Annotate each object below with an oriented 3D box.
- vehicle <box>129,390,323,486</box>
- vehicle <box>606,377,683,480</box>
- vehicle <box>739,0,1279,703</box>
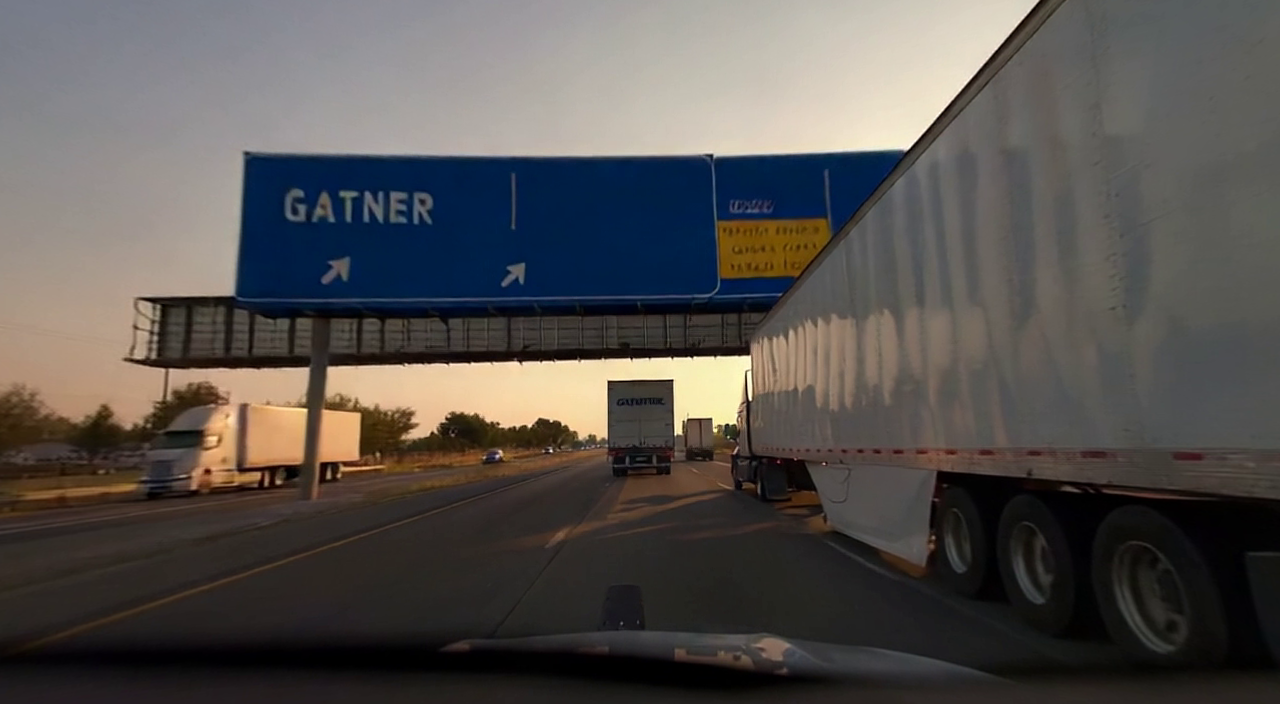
[{"bbox_3d":[-20.299,4.443,32.189,2.941,4.110,10.247,0,-9,-1],"label":"vehicle"},{"bbox_3d":[0.141,3.590,28.562,2.864,3.805,9.709,0,-9,0],"label":"vehicle"},{"bbox_3d":[4.108,0.470,8.494,3.044,4.128,14.482,0,-9,-1],"label":"vehicle"}]
